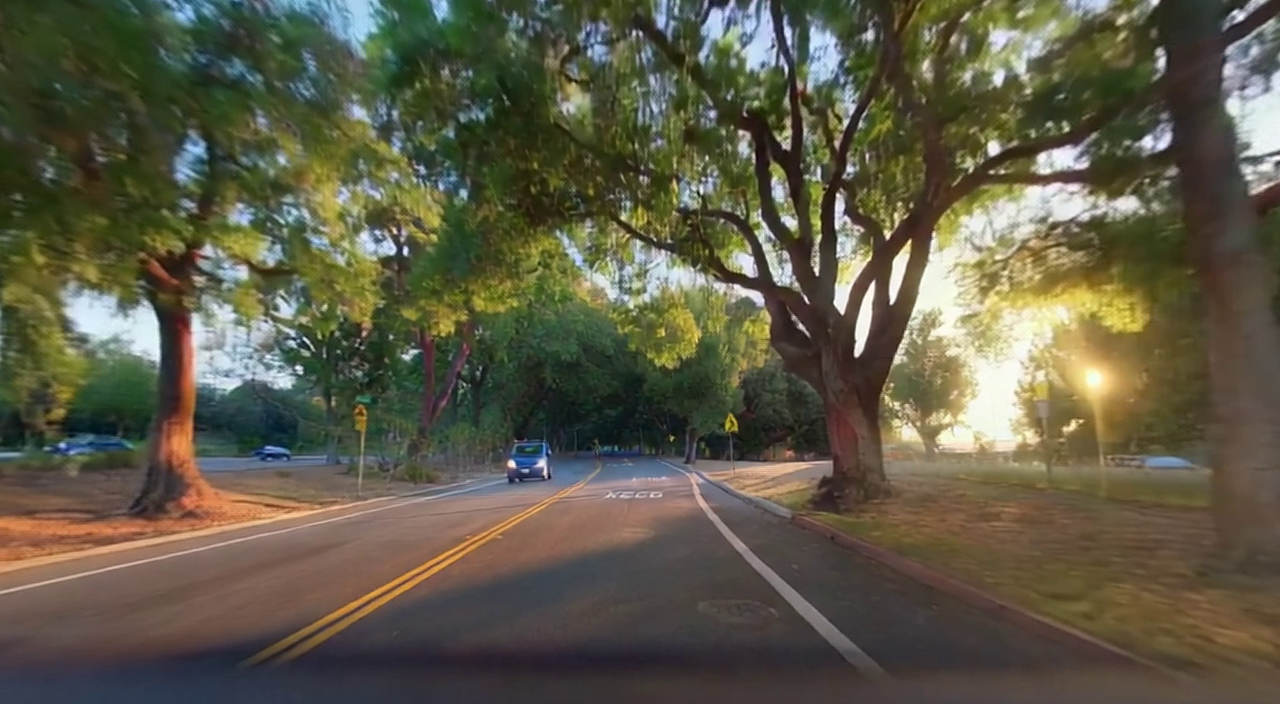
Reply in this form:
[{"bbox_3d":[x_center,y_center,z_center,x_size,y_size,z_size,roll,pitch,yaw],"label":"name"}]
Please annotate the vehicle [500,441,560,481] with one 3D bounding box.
[{"bbox_3d":[-5.723,5.777,33.620,2.394,1.900,5.863,0,-9,-2],"label":"vehicle"}]
